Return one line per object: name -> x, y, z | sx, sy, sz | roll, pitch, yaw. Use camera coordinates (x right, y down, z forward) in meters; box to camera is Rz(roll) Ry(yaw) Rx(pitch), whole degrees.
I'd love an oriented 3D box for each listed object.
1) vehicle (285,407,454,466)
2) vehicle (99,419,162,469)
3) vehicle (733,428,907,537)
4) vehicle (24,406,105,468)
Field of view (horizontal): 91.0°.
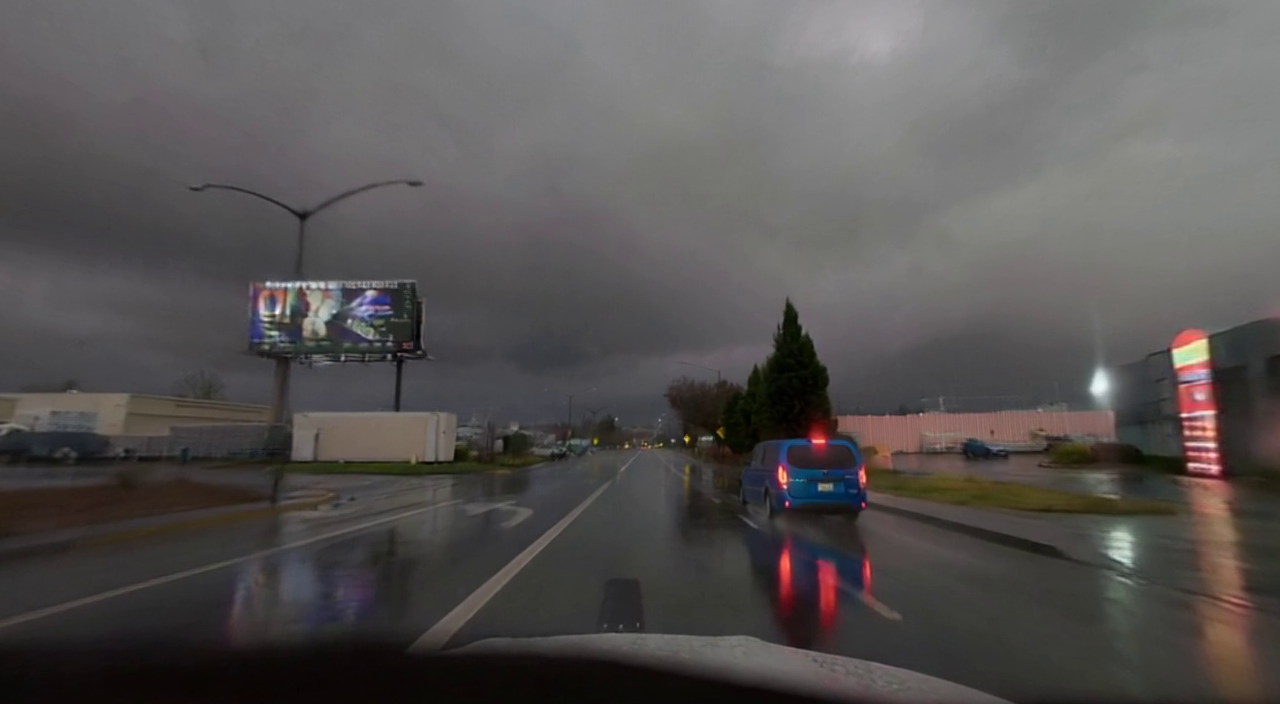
vehicle -> -19.535, 6.199, 46.088 | 10.797, 4.039, 3.044 | 1, -9, -1
vehicle -> -39.823, 7.250, 49.456 | 3.287, 3.586, 7.296 | 7, -12, -37
vehicle -> 3.426, 2.605, 13.225 | 2.202, 1.822, 4.826 | 0, -9, 0
vehicle -> -41.373, 6.261, 45.628 | 3.059, 3.984, 10.482 | 7, -12, -37
